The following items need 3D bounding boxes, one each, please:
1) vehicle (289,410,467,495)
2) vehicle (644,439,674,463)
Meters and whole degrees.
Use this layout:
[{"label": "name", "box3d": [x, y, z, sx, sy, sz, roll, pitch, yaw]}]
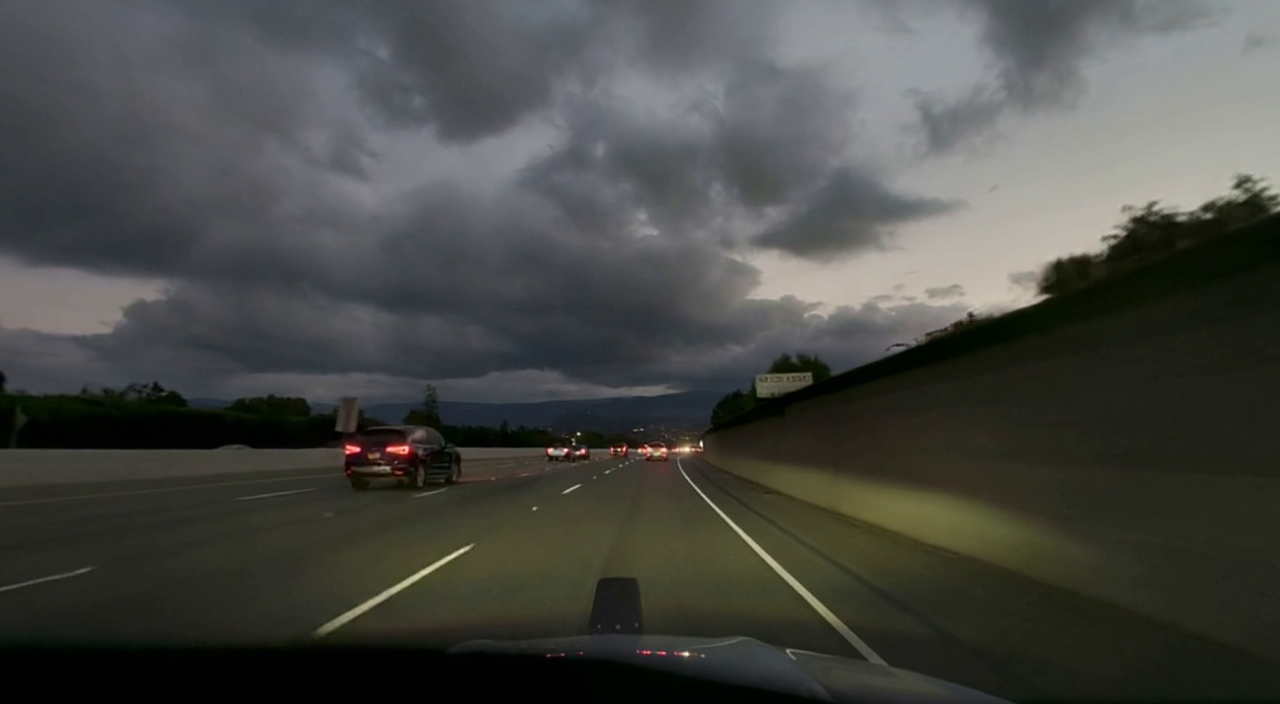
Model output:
[{"label": "vehicle", "box3d": [-6.955, 2.787, 17.680, 2.438, 1.967, 5.596, 0, -8, 2]}, {"label": "vehicle", "box3d": [1.420, 7.359, 46.815, 2.141, 1.706, 4.065, 0, -8, 2]}]
